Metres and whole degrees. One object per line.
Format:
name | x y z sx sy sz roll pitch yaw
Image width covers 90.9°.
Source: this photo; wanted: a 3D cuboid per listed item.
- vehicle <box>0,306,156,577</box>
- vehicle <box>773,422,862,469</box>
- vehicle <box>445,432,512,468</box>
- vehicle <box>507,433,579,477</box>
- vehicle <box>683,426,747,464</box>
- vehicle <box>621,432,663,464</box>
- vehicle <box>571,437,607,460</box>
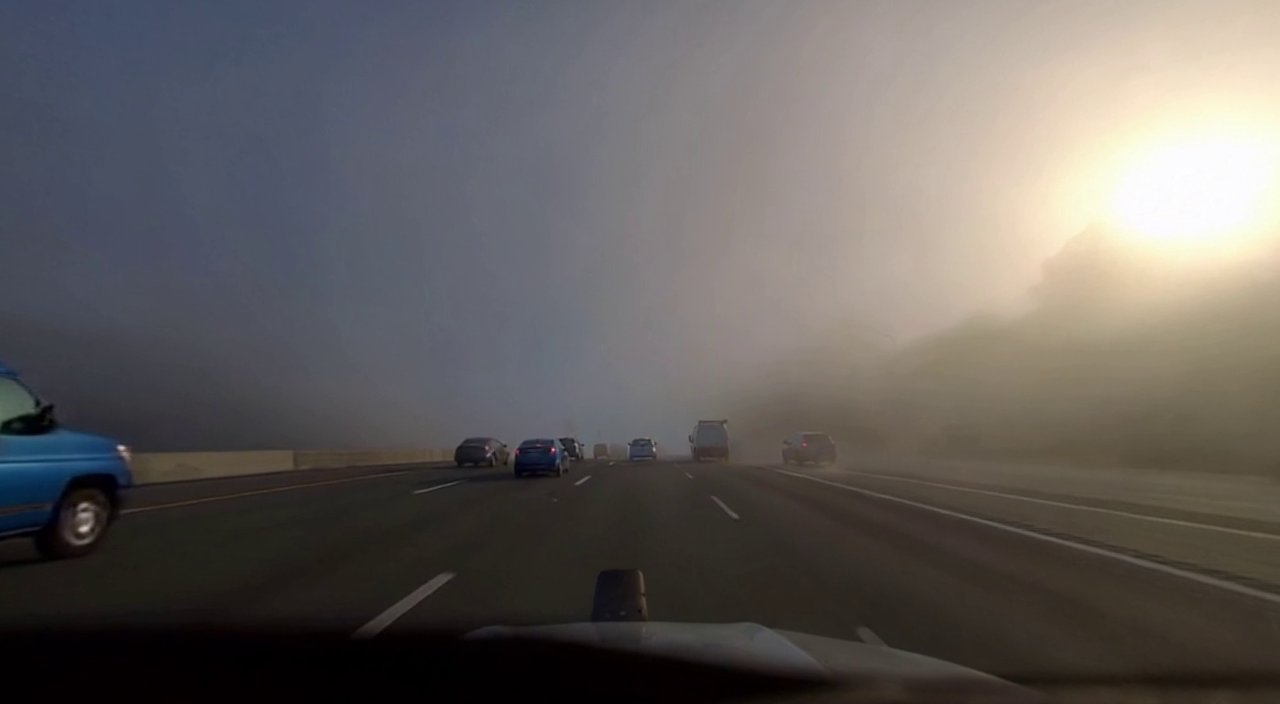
vehicle | -7.637 0.711 5.041 2.336 2.708 6.421 0 -8 0
vehicle | 7.619 4.139 27.857 2.304 1.840 5.706 0 -8 0
vehicle | -7.652 4.691 30.312 1.961 1.562 4.301 0 -8 1
vehicle | -3.501 3.790 23.465 1.970 1.483 4.071 0 -8 1
vehicle | 3.894 5.023 34.120 2.777 1.895 5.710 0 -8 0
vehicle | 0.126 5.163 34.085 2.115 1.617 4.102 0 -8 1
vehicle | -3.390 6.515 42.742 1.987 1.466 4.341 0 -8 1
